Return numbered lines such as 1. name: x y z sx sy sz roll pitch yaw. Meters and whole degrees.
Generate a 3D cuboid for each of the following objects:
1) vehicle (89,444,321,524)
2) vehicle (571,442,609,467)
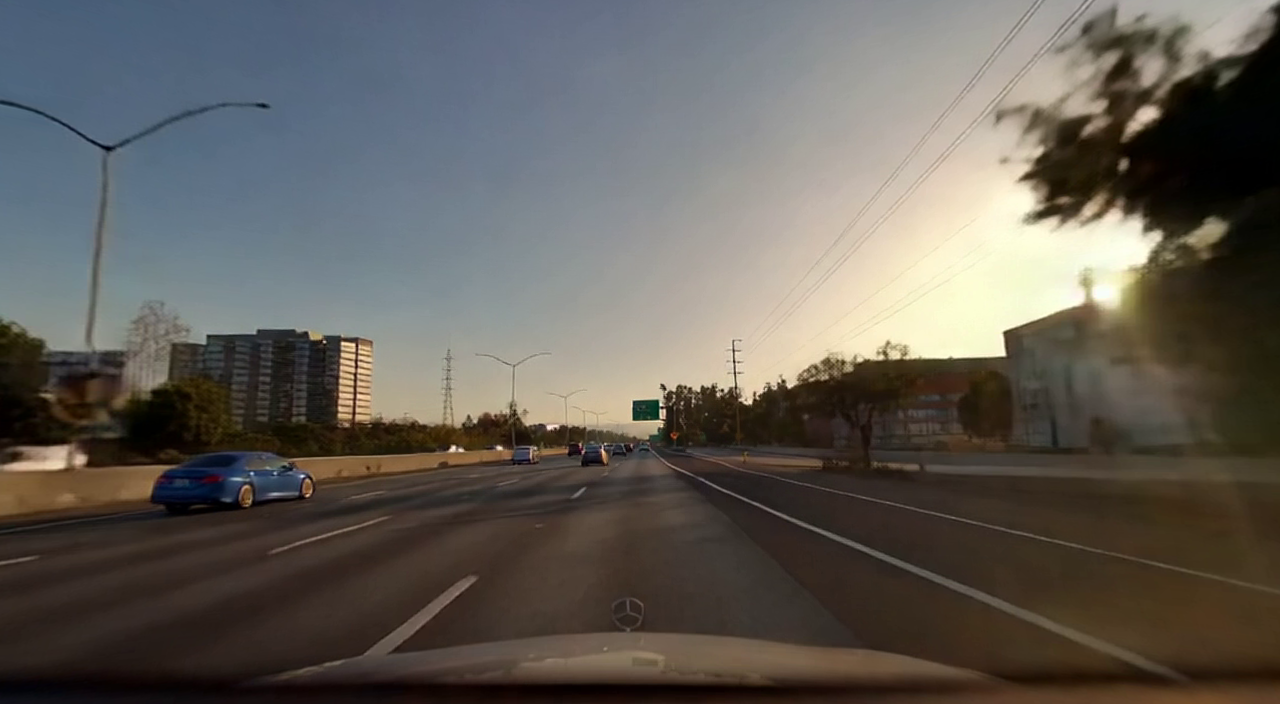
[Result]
1. vehicle: -9.894 2.981 14.985 2.002 1.526 4.822 -1 -8 1
2. vehicle: -3.139 6.543 40.602 2.050 1.479 4.342 -1 -8 1
